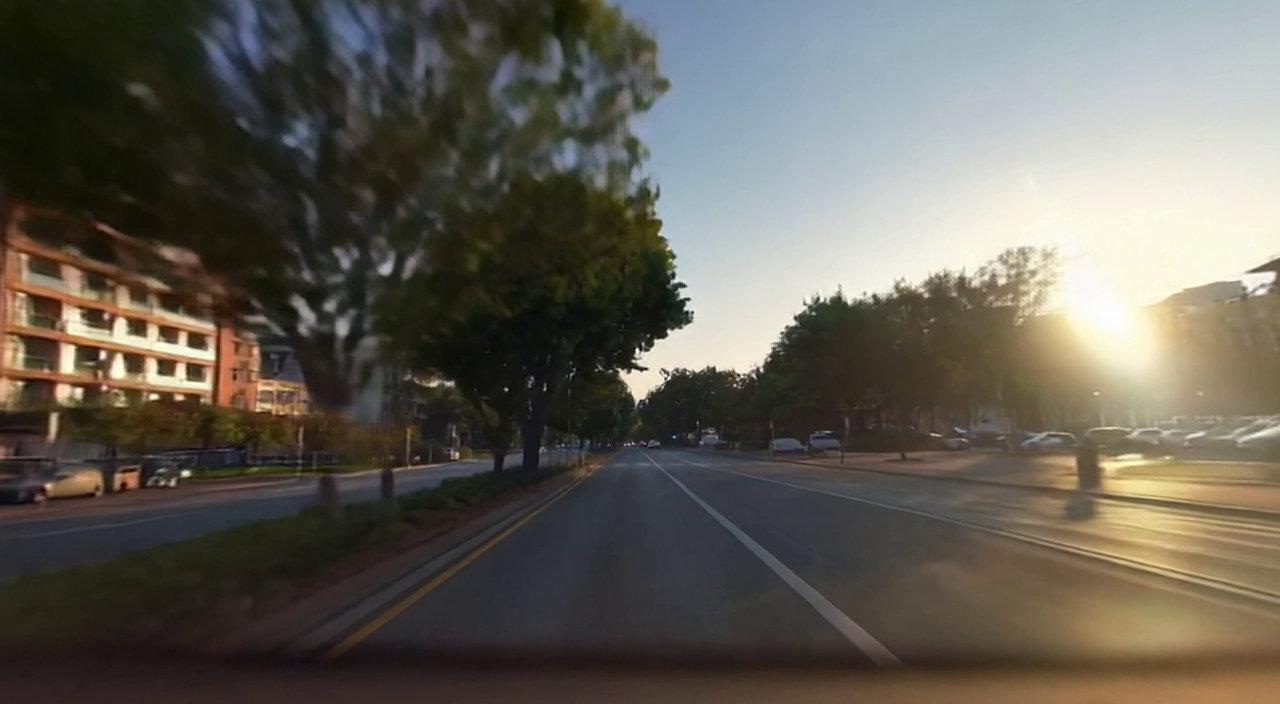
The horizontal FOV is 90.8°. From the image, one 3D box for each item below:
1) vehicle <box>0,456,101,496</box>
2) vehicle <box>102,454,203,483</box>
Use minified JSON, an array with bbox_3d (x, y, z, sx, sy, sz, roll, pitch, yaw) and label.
[{"bbox_3d":[-28.799,5.896,30.367,1.989,1.692,4.362,0,-8,-3],"label":"vehicle"},{"bbox_3d":[-30.341,7.258,39.412,4.679,1.661,1.923,0,-8,0],"label":"vehicle"}]
